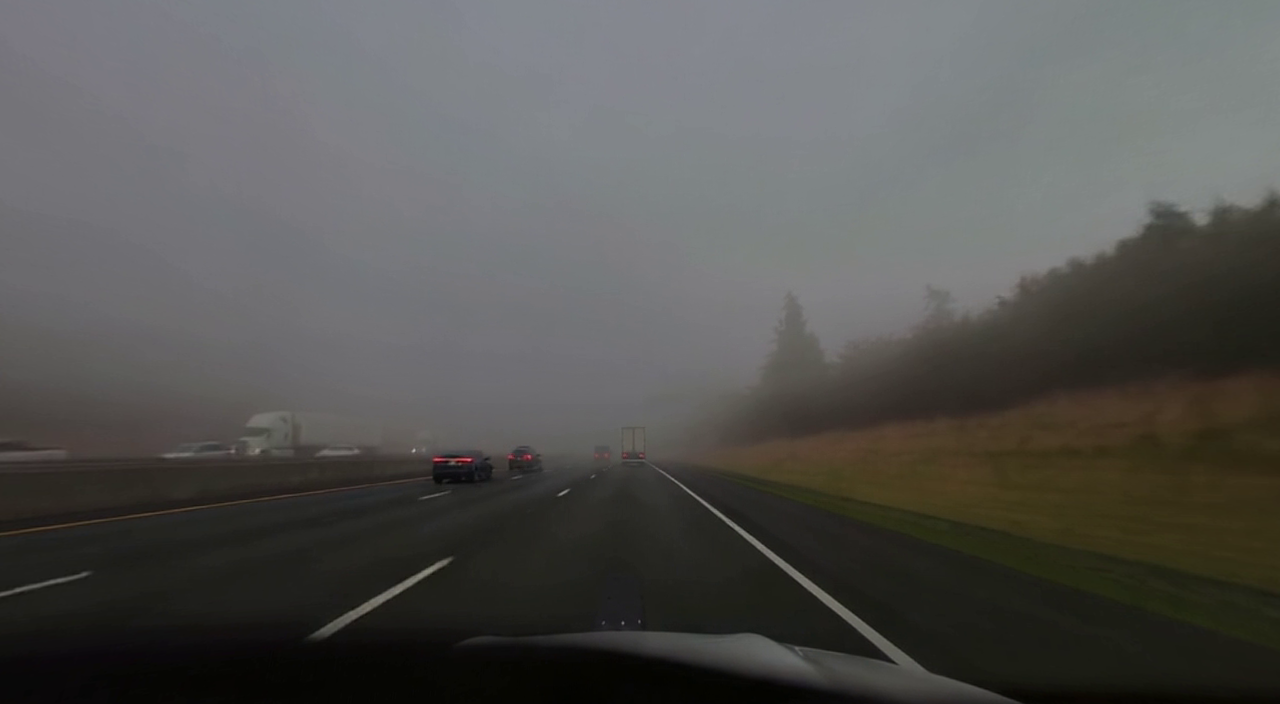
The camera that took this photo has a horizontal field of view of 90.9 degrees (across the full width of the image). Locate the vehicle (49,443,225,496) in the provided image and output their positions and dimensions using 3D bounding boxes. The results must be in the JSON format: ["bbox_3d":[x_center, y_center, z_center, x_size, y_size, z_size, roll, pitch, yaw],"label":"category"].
[{"bbox_3d":[-14.679,3.434,18.766,1.927,1.393,4.071,0,-9,-1],"label":"vehicle"}]

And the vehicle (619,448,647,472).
[{"bbox_3d":[-0.520,8.010,46.802,2.009,1.657,3.962,0,-9,-1],"label":"vehicle"}]

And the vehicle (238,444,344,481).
[{"bbox_3d":[-14.589,4.637,26.663,2.056,1.438,4.297,0,-9,-1],"label":"vehicle"}]

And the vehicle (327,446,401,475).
[{"bbox_3d":[-14.951,5.896,34.454,2.121,1.452,4.356,0,-9,-1],"label":"vehicle"}]

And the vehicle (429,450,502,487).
[{"bbox_3d":[-7.406,4.954,27.197,1.895,1.446,4.456,0,-9,0],"label":"vehicle"}]

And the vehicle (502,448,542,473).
[{"bbox_3d":[-8.231,7.599,44.365,2.004,1.629,4.506,0,-9,0],"label":"vehicle"}]

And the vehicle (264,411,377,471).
[{"bbox_3d":[-19.737,5.641,39.678,2.935,3.383,7.992,0,-9,-1],"label":"vehicle"}]

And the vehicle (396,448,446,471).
[{"bbox_3d":[-15.275,7.509,44.199,1.918,1.466,4.632,0,-9,0],"label":"vehicle"}]
